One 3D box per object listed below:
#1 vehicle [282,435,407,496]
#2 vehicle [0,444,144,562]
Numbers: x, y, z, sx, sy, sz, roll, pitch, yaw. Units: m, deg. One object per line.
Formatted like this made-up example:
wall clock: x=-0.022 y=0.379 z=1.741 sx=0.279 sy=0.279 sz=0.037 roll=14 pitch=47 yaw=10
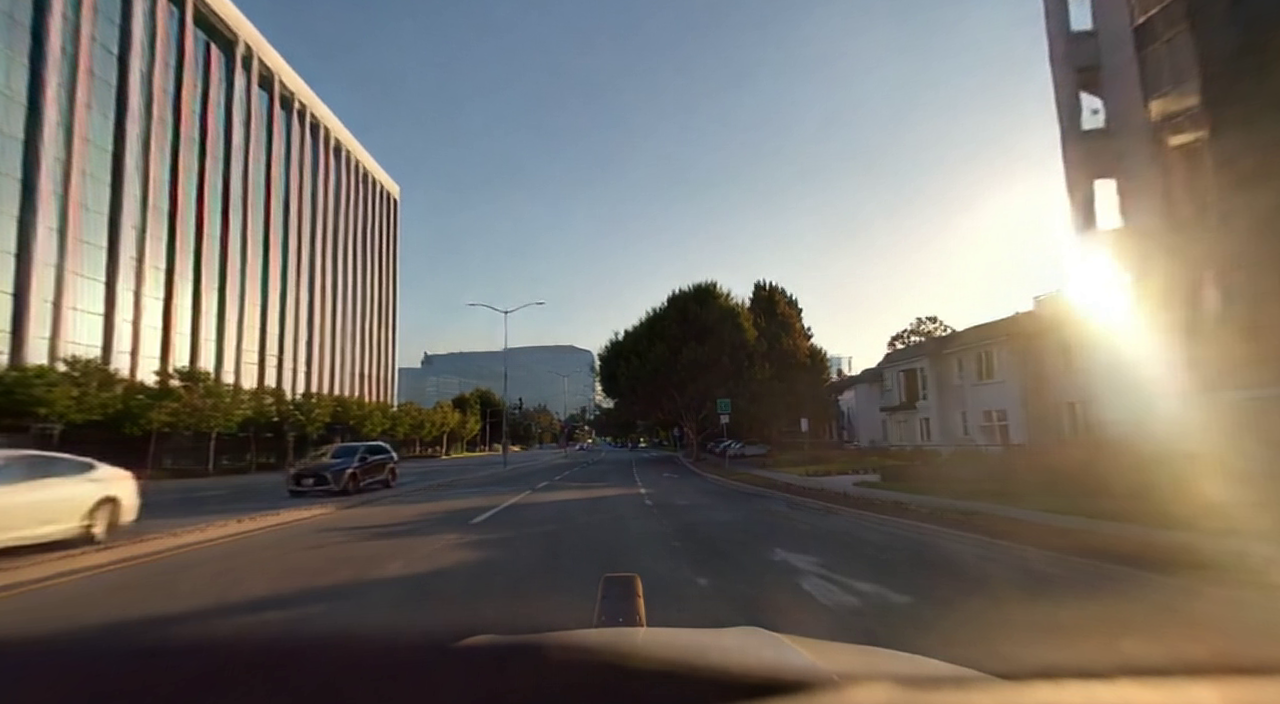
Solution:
vehicle: x=-9.558 y=3.685 z=20.915 sx=1.988 sy=1.755 sz=4.568 roll=1 pitch=-8 yaw=-2
vehicle: x=-9.179 y=1.931 z=8.072 sx=1.983 sy=1.486 sz=4.707 roll=1 pitch=-8 yaw=-2
